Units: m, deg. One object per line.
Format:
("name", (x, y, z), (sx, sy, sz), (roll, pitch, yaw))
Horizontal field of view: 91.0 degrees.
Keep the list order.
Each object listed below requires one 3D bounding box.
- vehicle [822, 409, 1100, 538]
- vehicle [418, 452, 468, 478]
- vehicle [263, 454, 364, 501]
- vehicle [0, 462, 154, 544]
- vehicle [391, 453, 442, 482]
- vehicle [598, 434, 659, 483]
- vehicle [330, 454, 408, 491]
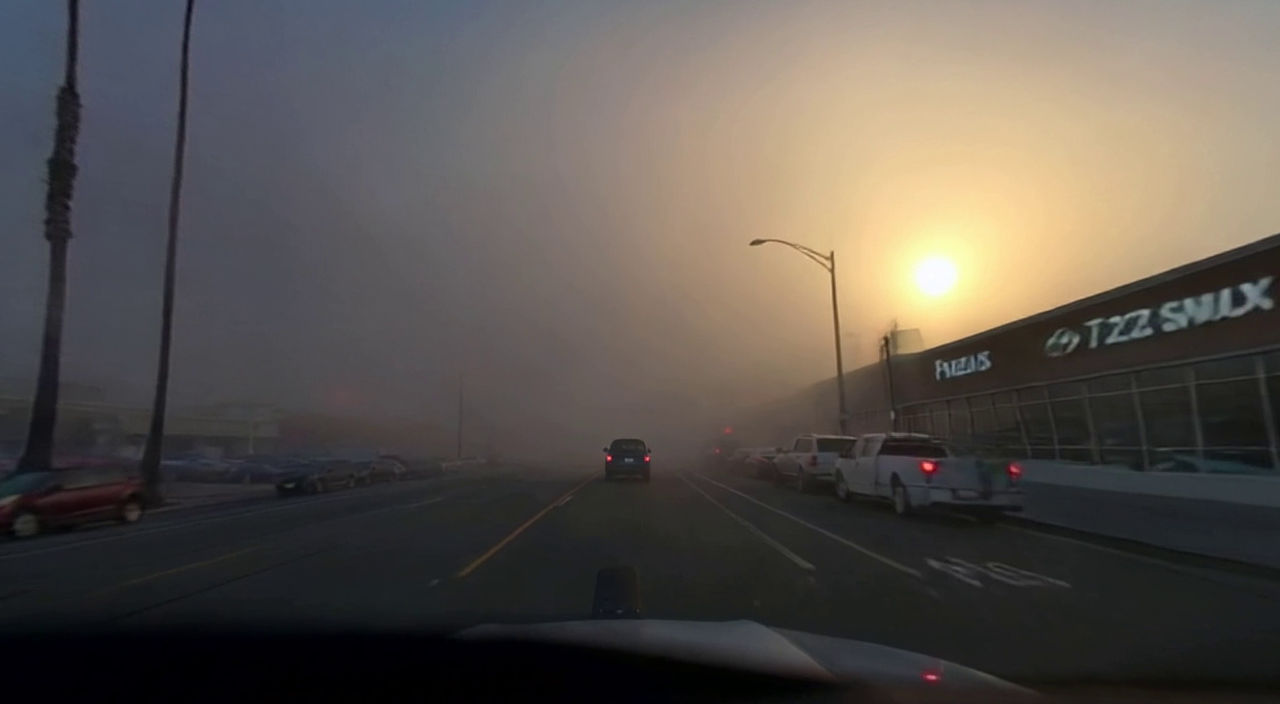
("vehicle", (5.691, 2.265, 12.448), (2.430, 1.924, 5.779), (0, -8, 0))
("vehicle", (-13.324, 7.661, 42.822), (1.914, 1.489, 4.523), (-4, -8, 0))
("vehicle", (-13.282, 5.086, 25.921), (1.840, 1.521, 4.450), (-5, -8, -1))
("vehicle", (-13.268, 3.260, 13.681), (1.968, 1.472, 4.345), (-5, -8, 0))
("vehicle", (-13.255, 6.828, 37.487), (1.774, 1.522, 3.699), (-2, -8, -1))
("vehicle", (-0.413, 4.212, 25.134), (2.239, 1.763, 4.096), (0, -8, 0))
("vehicle", (-13.065, 5.829, 30.683), (1.804, 1.441, 4.534), (-4, -8, 0))
